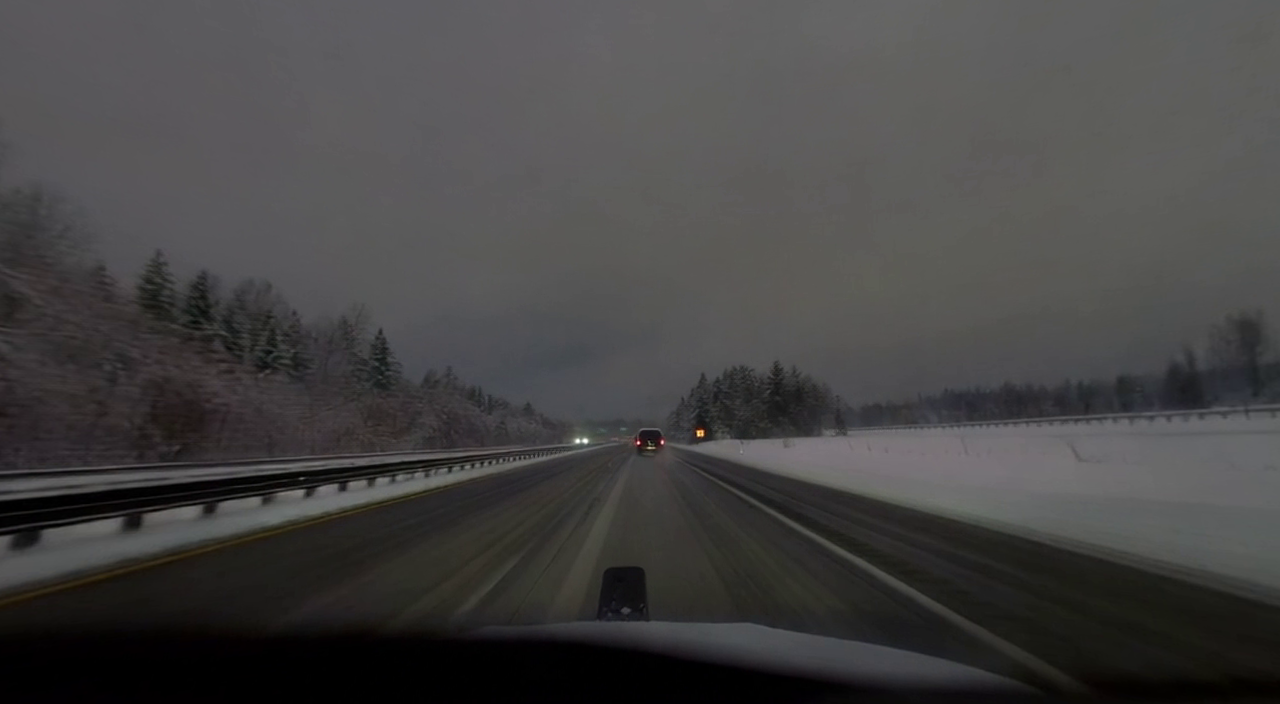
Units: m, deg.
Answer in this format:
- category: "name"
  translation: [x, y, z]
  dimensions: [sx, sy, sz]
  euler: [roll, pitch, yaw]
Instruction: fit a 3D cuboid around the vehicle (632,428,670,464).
- category: "vehicle"
  translation: [0.695, 5.931, 39.735]
  dimensions: [2.277, 2.109, 4.922]
  euler: [0, -8, 1]
